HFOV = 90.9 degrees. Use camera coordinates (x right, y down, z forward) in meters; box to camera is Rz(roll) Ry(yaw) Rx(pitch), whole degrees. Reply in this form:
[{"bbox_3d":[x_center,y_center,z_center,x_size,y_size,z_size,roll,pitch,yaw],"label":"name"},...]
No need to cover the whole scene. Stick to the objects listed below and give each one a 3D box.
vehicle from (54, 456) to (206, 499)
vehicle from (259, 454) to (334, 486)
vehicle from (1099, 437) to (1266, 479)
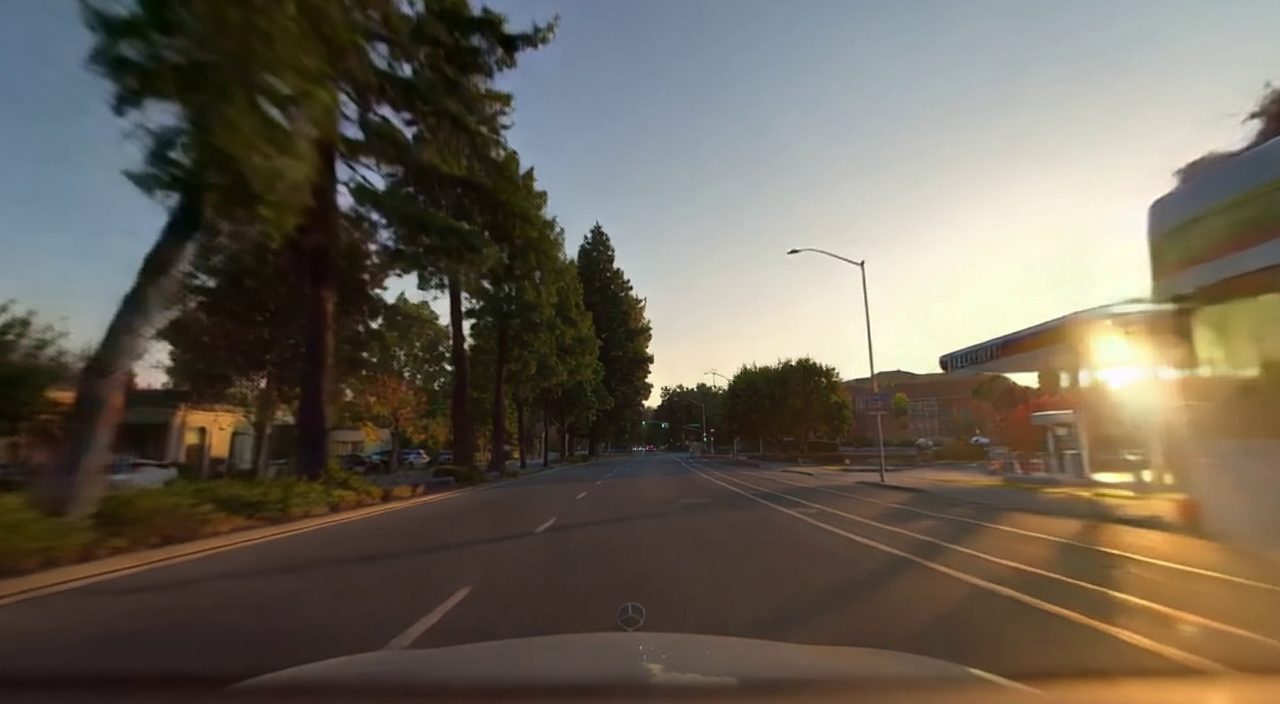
[{"bbox_3d":[-21.419,5.245,26.792,2.114,1.602,4.824,-1,-9,6],"label":"vehicle"},{"bbox_3d":[-25.100,8.605,46.118,4.386,2.004,1.991,-4,-9,-2],"label":"vehicle"},{"bbox_3d":[19.468,3.816,22.775,4.238,1.432,1.910,0,-9,0],"label":"vehicle"}]
